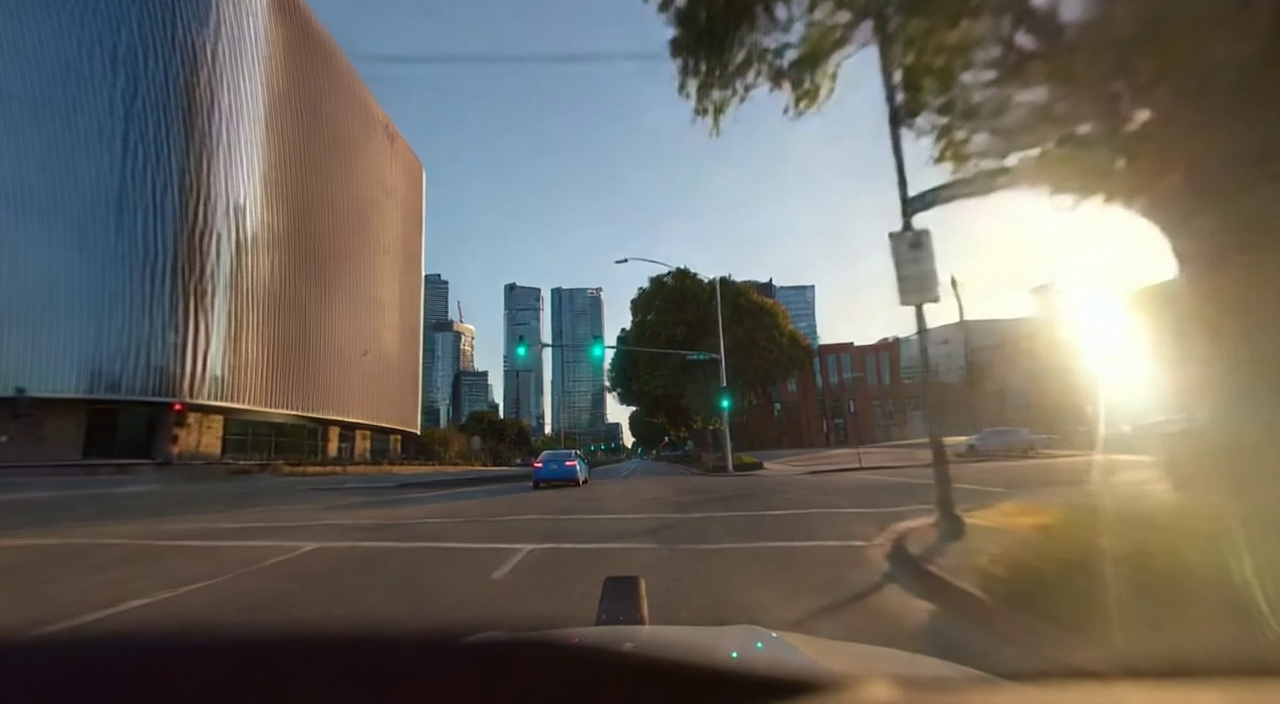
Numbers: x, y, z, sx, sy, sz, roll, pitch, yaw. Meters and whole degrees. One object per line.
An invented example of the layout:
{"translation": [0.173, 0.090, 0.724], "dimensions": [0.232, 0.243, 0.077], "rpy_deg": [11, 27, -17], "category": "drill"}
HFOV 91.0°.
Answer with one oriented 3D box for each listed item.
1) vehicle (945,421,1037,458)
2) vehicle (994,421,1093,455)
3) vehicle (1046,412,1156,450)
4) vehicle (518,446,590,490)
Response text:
{"translation": [16.717, 4.240, 30.277], "dimensions": [1.851, 1.594, 4.324], "rpy_deg": [0, -9, 0], "category": "vehicle"}
{"translation": [19.297, 4.186, 30.368], "dimensions": [2.004, 1.530, 4.158], "rpy_deg": [0, -9, 0], "category": "vehicle"}
{"translation": [21.963, 3.865, 30.274], "dimensions": [1.928, 1.707, 4.381], "rpy_deg": [0, -9, 0], "category": "vehicle"}
{"translation": [-3.127, 4.331, 23.826], "dimensions": [1.971, 1.486, 4.380], "rpy_deg": [-1, -9, 2], "category": "vehicle"}
